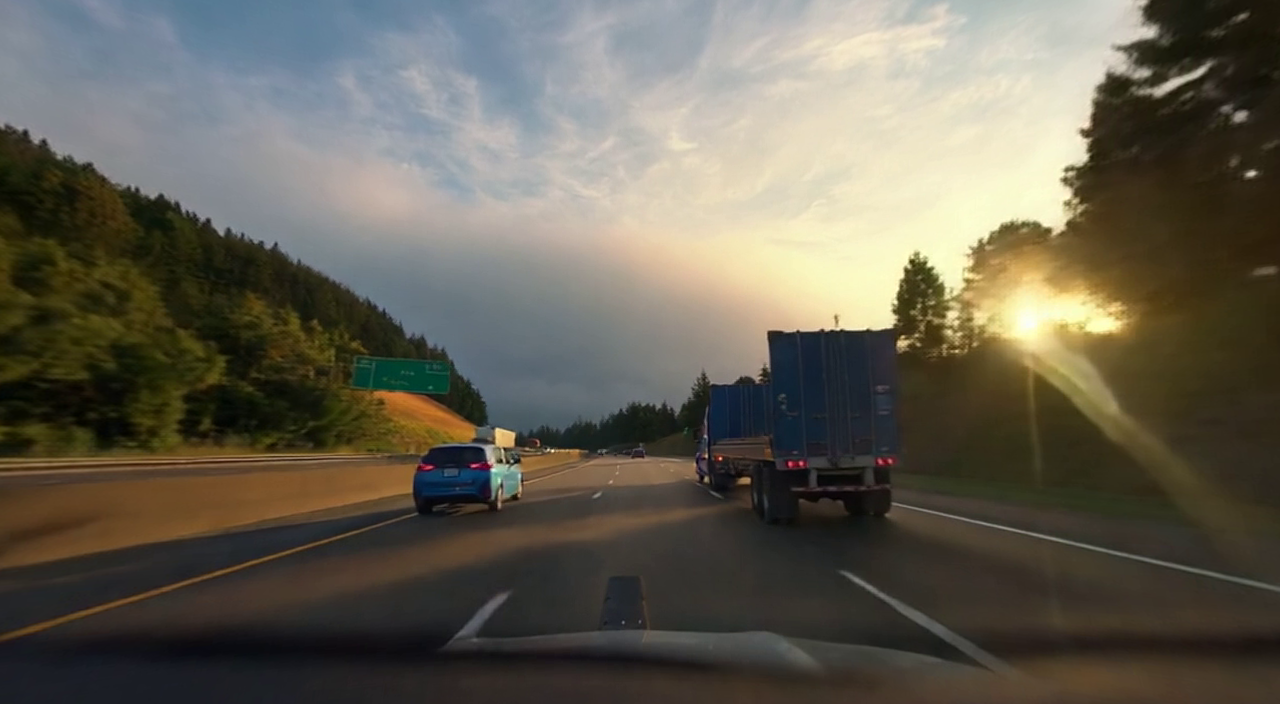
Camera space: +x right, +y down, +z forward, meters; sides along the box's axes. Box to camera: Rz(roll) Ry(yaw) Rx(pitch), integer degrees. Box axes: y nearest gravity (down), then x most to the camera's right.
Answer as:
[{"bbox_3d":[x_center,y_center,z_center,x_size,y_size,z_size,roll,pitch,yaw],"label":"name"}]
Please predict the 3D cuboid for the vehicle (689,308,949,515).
[{"bbox_3d":[4.262,2.514,21.581,3.532,4.201,17.611,0,-9,-1],"label":"vehicle"}]

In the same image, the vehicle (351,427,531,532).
[{"bbox_3d":[-3.579,2.388,12.350,2.115,1.670,4.261,0,-9,0],"label":"vehicle"}]
